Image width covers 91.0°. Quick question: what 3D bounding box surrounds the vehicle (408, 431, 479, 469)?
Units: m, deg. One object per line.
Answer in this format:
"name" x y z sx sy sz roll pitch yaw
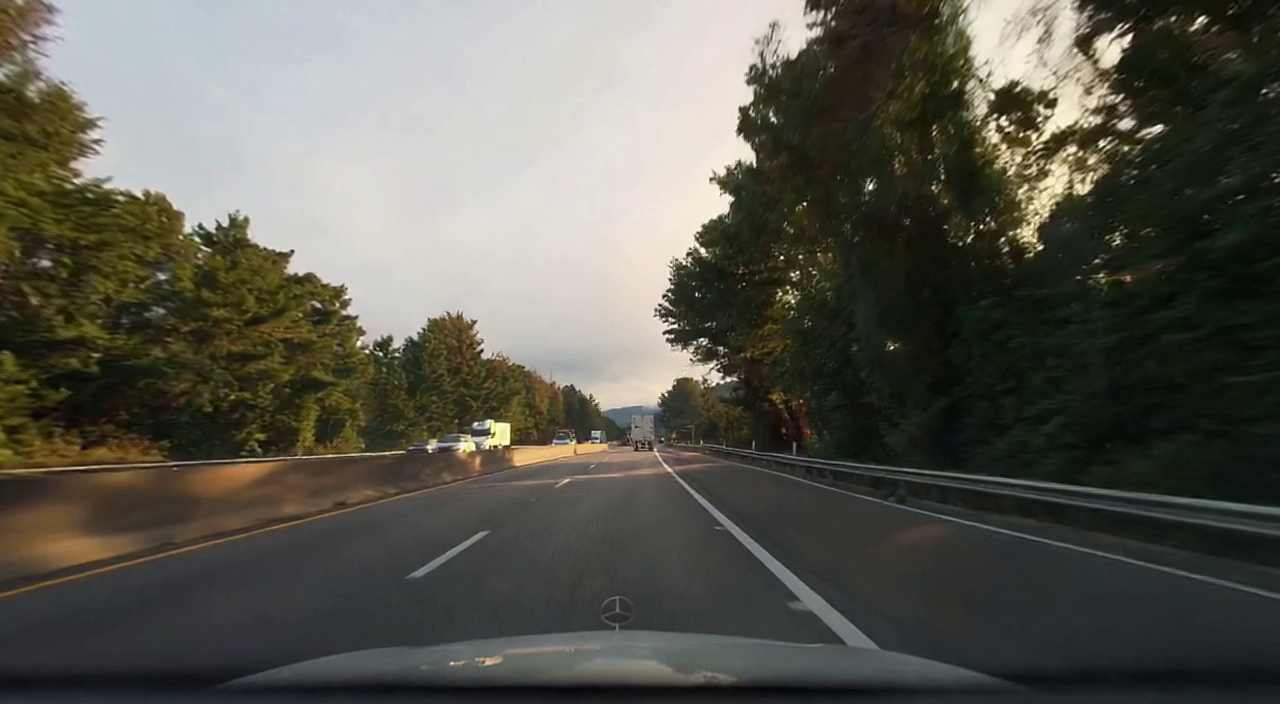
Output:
"vehicle" -10.984 5.507 35.647 2.326 1.919 5.089 -1 -8 1
